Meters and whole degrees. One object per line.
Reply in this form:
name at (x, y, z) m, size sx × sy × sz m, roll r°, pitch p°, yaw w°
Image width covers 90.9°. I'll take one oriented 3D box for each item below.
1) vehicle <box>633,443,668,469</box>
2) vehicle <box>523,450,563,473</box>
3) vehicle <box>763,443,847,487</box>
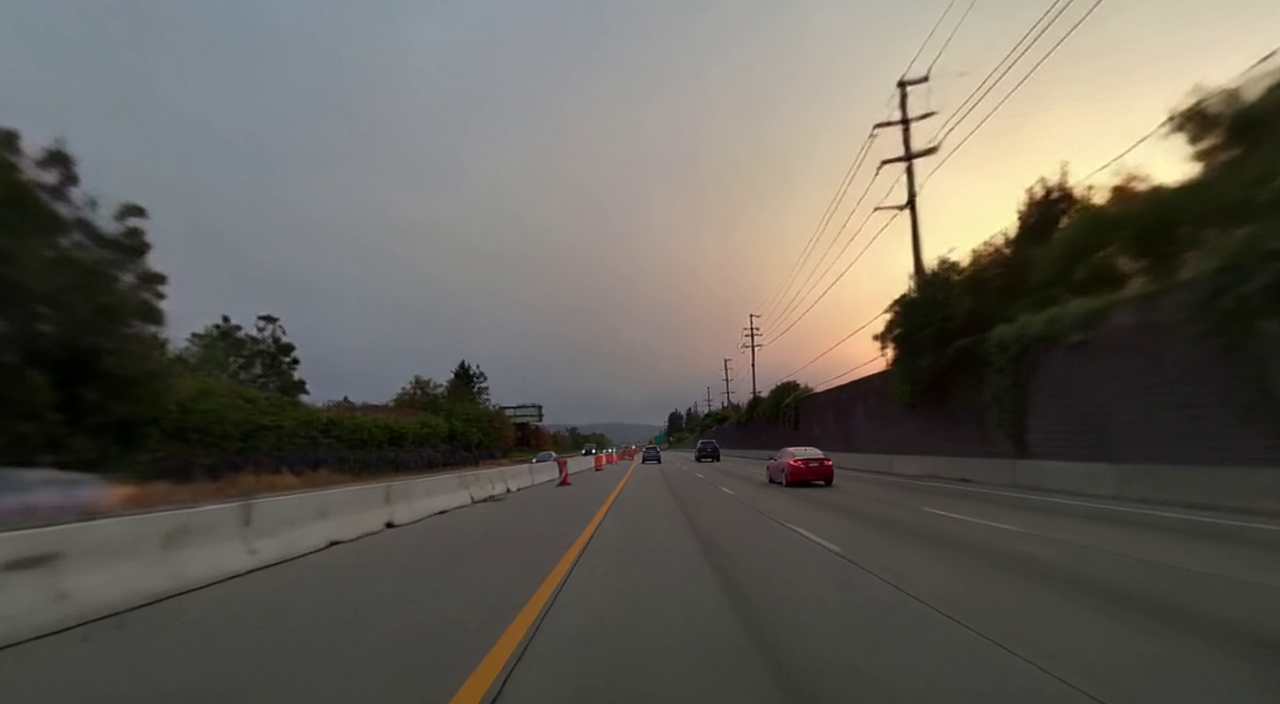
vehicle at (0.696, 6.723, 40.962) m, size 2.096 × 1.583 × 4.150 m, roll 0°, pitch -8°, yaw 1°
vehicle at (-6.931, 7.841, 45.419) m, size 1.971 × 1.515 × 4.381 m, roll -1°, pitch -8°, yaw 3°
vehicle at (5.716, 3.943, 22.345) m, size 1.881 × 1.409 × 4.016 m, roll 0°, pitch -8°, yaw 0°
